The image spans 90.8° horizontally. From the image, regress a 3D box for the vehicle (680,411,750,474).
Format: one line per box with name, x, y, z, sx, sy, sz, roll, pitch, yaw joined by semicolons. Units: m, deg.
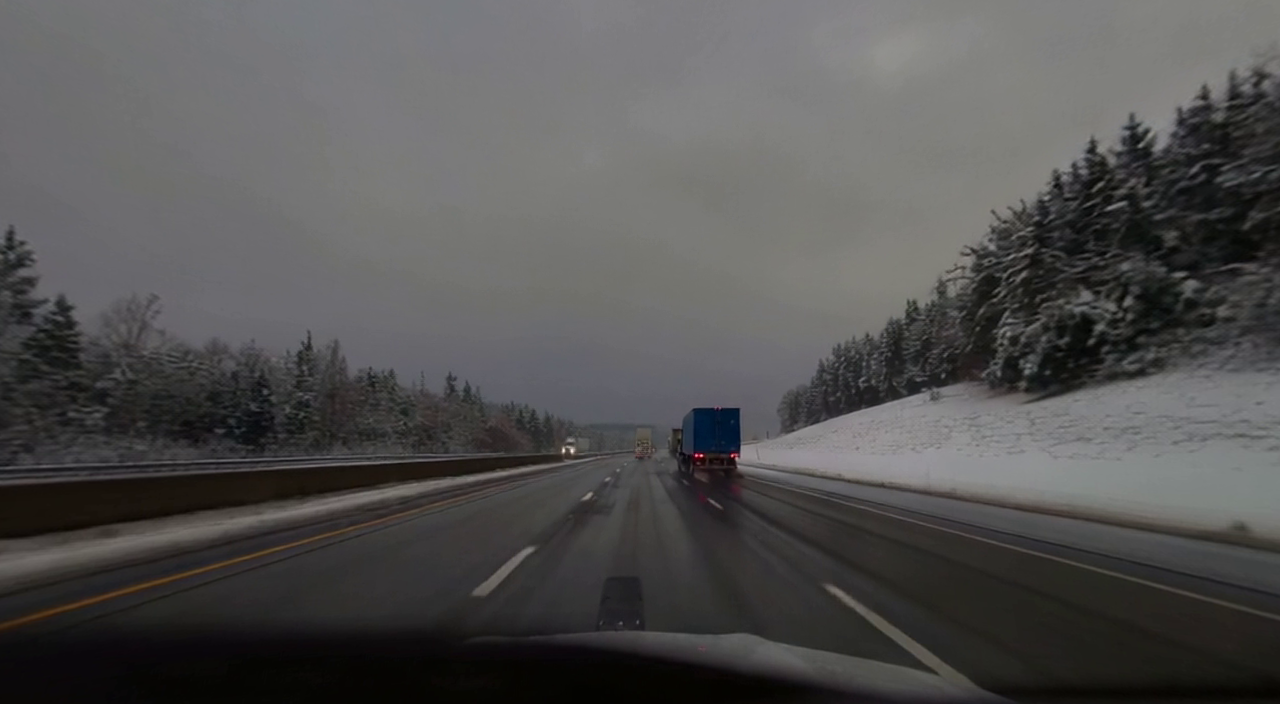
vehicle;4.327;5.537;38.372;2.960;3.381;8.914;0;-9;-1
